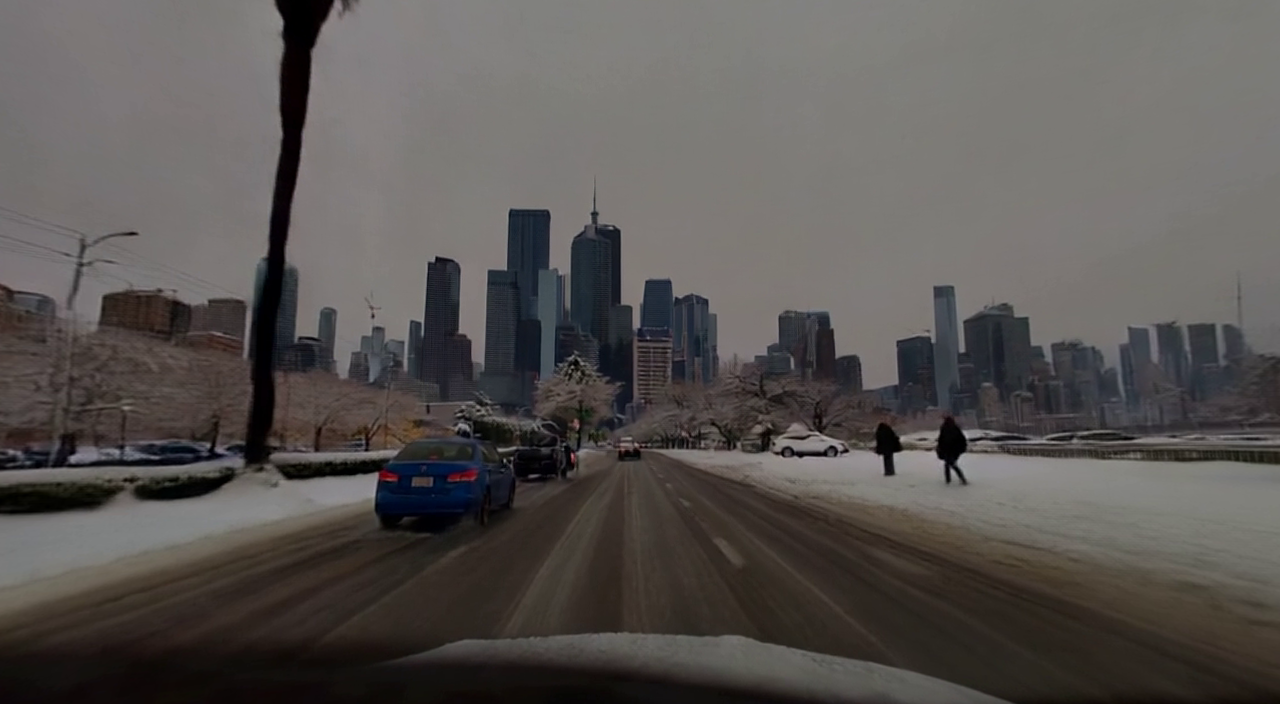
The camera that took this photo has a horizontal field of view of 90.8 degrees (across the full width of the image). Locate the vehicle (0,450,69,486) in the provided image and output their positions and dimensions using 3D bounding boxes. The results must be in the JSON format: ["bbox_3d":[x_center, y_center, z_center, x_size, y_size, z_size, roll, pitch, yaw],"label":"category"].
[{"bbox_3d":[-31.059,5.711,31.238,1.835,1.664,3.972,-1,-8,2],"label":"vehicle"}]

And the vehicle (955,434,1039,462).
[{"bbox_3d":[20.330,5.479,36.273,1.976,1.431,4.774,-1,-8,-1],"label":"vehicle"}]

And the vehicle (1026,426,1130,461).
[{"bbox_3d":[25.053,5.287,36.449,2.147,1.886,5.603,0,-8,2],"label":"vehicle"}]

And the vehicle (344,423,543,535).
[{"bbox_3d":[-3.099,2.104,11.086,2.071,1.544,4.383,0,-8,0],"label":"vehicle"}]

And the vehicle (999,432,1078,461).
[{"bbox_3d":[22.707,5.423,36.179,1.938,1.522,4.121,0,-8,2],"label":"vehicle"}]

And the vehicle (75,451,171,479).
[{"bbox_3d":[-30.954,6.761,38.073,1.859,1.524,4.812,0,-8,-2],"label":"vehicle"}]

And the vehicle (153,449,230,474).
[{"bbox_3d":[-31.114,7.563,43.997,1.888,1.625,4.699,0,-8,0],"label":"vehicle"}]

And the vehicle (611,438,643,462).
[{"bbox_3d":[-0.841,6.458,41.595,2.004,1.465,3.713,0,-8,0],"label":"vehicle"}]

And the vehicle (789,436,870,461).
[{"bbox_3d":[12.771,6.536,42.742,4.749,1.522,1.905,-1,-9,-3],"label":"vehicle"}]
